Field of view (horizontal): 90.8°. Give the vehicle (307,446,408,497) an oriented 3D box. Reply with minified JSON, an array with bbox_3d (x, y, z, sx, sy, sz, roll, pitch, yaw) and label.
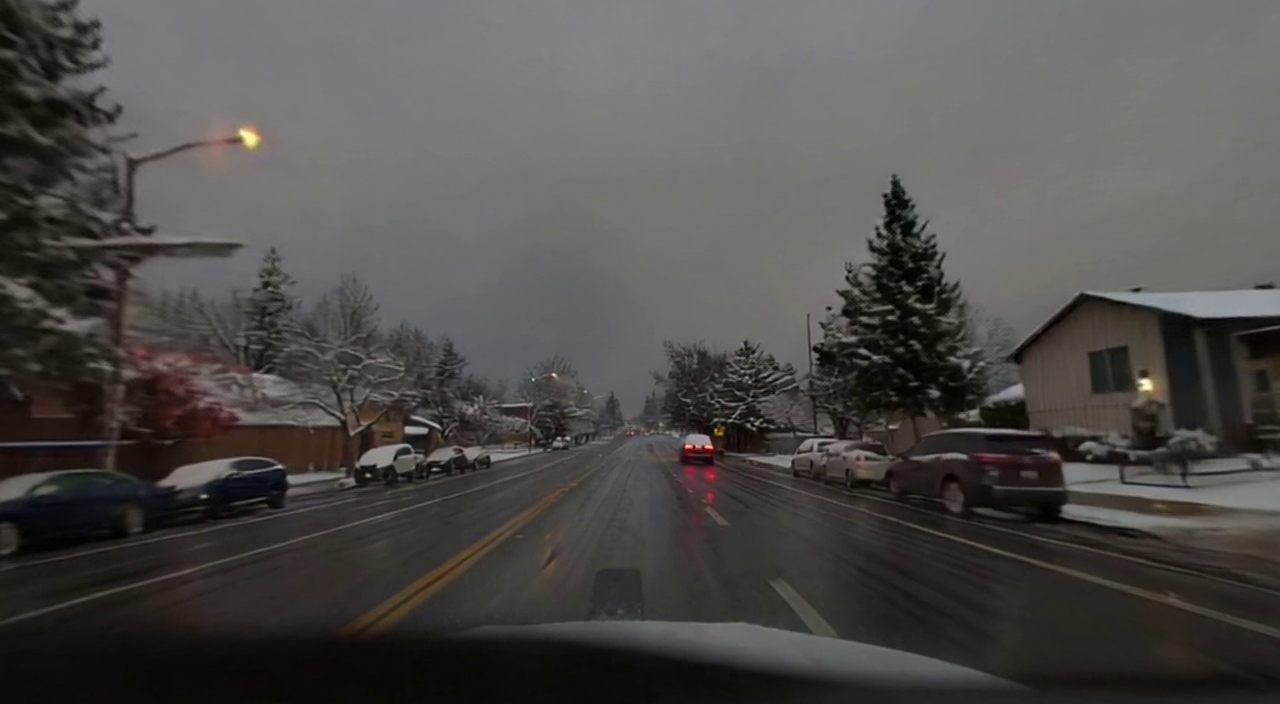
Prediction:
[{"bbox_3d":[-11.515,4.858,26.181,2.049,1.848,4.693,0,-8,-1],"label":"vehicle"}]

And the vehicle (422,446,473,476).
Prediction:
[{"bbox_3d":[-12.233,6.920,40.419,2.032,1.773,4.471,0,-8,-2],"label":"vehicle"}]

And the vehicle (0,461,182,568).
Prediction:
[{"bbox_3d":[-11.728,3.032,12.242,1.888,1.668,5.052,0,-8,0],"label":"vehicle"}]

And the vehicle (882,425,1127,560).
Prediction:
[{"bbox_3d":[7.260,2.785,13.437,2.081,2.286,4.941,0,-8,-2],"label":"vehicle"}]

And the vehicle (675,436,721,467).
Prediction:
[{"bbox_3d":[3.132,5.487,35.061,1.951,1.620,4.582,0,-8,-3],"label":"vehicle"}]

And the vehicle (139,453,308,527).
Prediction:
[{"bbox_3d":[-11.608,3.809,18.055,1.921,1.770,4.265,0,-8,-1],"label":"vehicle"}]
